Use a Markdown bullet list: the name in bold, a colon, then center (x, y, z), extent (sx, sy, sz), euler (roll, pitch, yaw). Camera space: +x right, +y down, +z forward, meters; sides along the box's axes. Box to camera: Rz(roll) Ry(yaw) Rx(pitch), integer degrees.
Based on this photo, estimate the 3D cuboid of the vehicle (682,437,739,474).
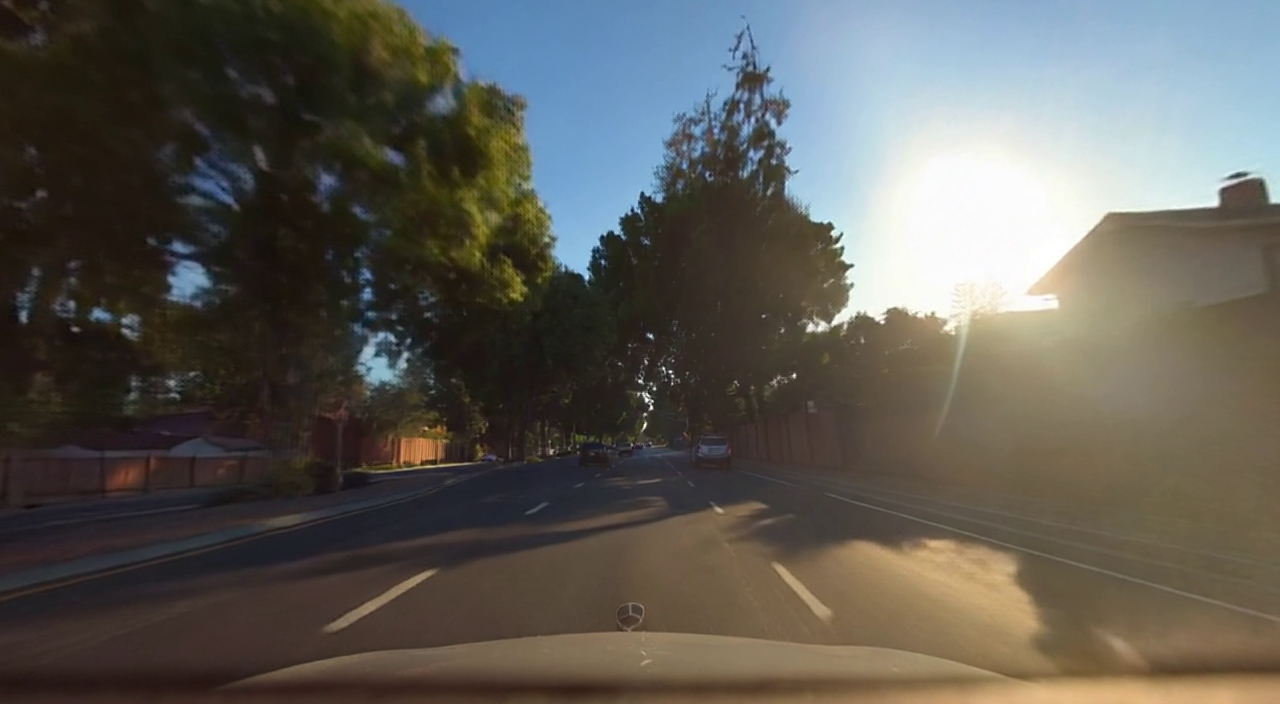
- **vehicle**: center (3.388, 5.115, 31.350), extent (2.321, 1.695, 5.037), euler (0, -8, 1)
